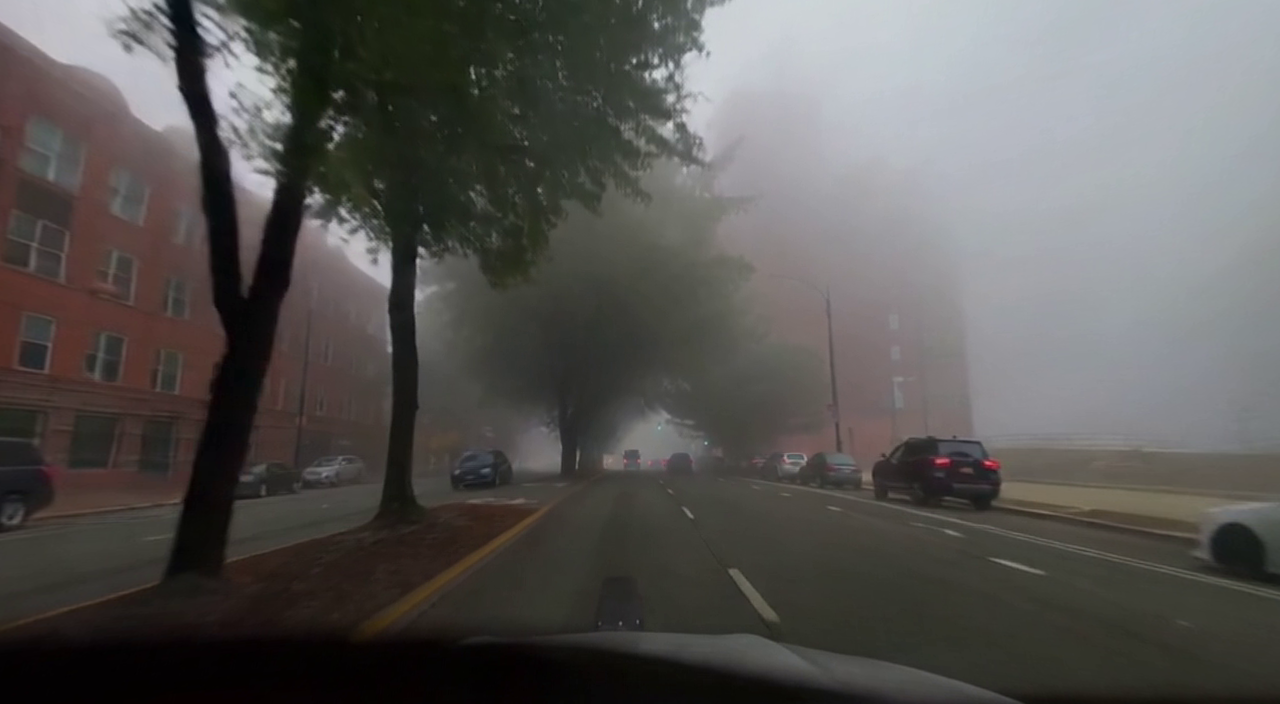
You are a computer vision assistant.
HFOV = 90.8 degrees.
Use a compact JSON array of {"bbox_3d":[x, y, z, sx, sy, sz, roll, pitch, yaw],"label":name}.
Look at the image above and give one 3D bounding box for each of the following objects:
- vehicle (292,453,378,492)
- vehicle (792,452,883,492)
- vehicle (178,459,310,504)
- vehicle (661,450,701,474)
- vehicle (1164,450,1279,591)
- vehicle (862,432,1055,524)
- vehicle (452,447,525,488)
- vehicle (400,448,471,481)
[{"bbox_3d":[-15.127,5.965,31.662,2.063,1.735,4.317,0,-9,1],"label":"vehicle"},{"bbox_3d":[7.865,4.815,25.706,2.030,1.444,4.832,0,-9,-2],"label":"vehicle"},{"bbox_3d":[-14.997,4.903,24.313,1.953,1.456,4.690,0,-9,2],"label":"vehicle"},{"bbox_3d":[2.692,7.438,42.831,2.238,1.499,4.964,0,-9,-1],"label":"vehicle"},{"bbox_3d":[7.889,1.655,5.883,2.018,1.489,4.620,-1,-9,0],"label":"vehicle"},{"bbox_3d":[7.907,3.180,16.466,2.305,1.984,5.002,-1,-9,-1],"label":"vehicle"},{"bbox_3d":[-6.461,4.962,27.446,2.048,1.615,4.453,0,-9,0],"label":"vehicle"},{"bbox_3d":[-14.725,8.113,45.981,2.822,2.230,6.145,0,-9,3],"label":"vehicle"}]
